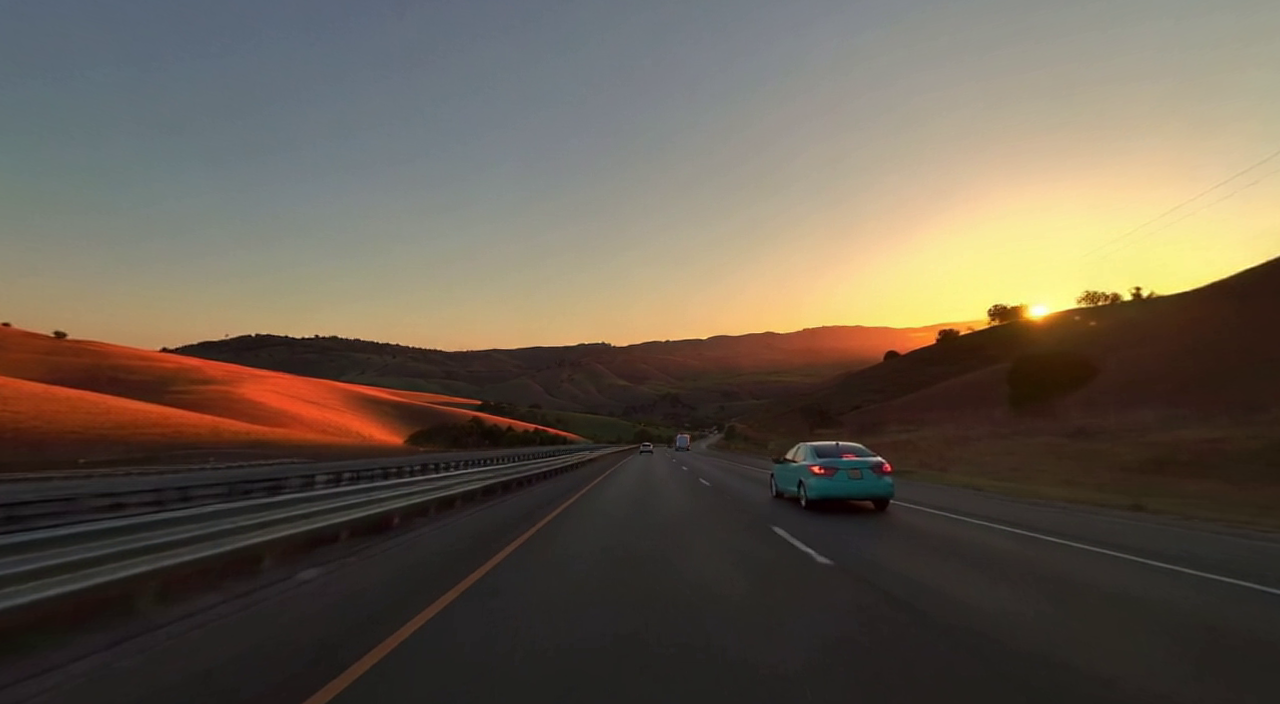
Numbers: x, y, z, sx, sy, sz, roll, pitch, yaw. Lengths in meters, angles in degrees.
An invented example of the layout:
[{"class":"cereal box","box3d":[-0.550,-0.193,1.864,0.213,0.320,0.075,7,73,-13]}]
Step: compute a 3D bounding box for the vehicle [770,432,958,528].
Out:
[{"class":"vehicle","box3d":[4.049,2.385,12.413,1.960,1.516,4.657,0,-8,0]}]
